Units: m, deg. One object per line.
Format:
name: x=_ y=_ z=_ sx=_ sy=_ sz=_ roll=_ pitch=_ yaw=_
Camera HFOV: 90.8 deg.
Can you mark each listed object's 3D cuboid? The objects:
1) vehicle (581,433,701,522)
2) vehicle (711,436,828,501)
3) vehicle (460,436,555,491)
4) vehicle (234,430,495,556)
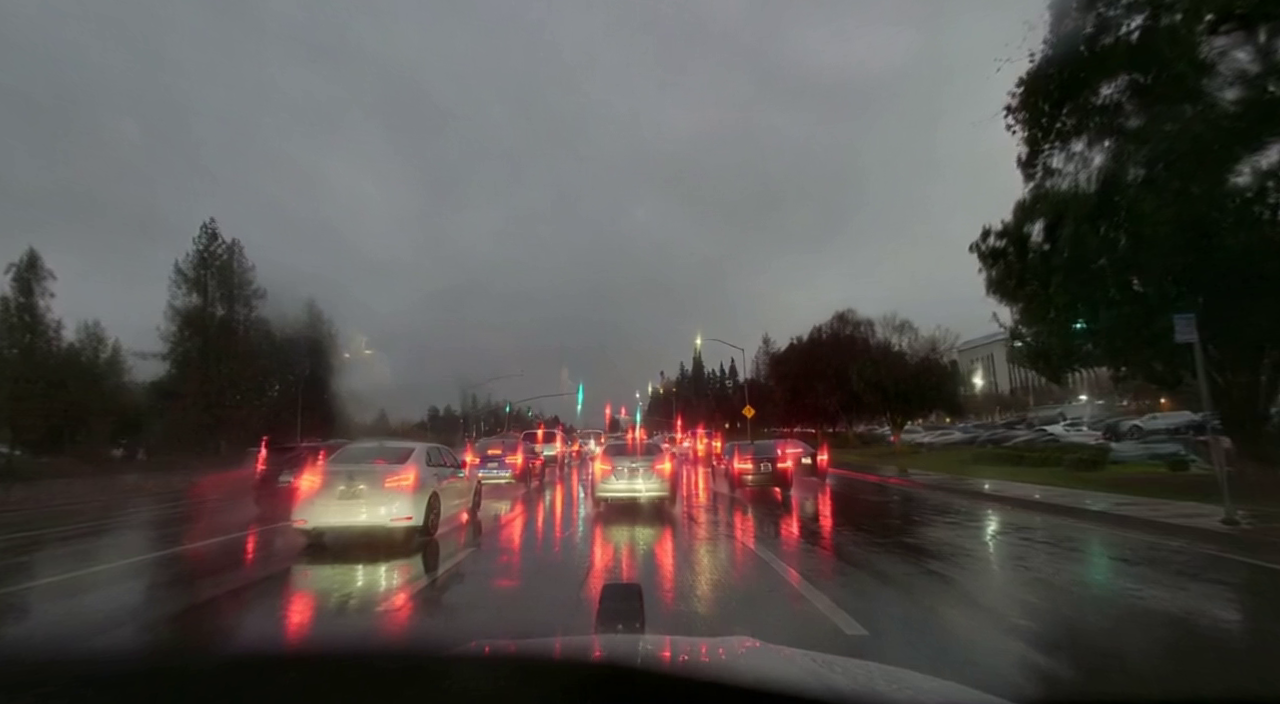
vehicle: x=-0.052 y=2.411 z=12.686 sx=2.007 sy=1.467 sz=4.059 roll=0 pitch=-8 yaw=-2
vehicle: x=3.188 y=2.975 z=16.570 sx=1.978 sy=1.452 sz=4.381 roll=0 pitch=-8 yaw=-3
vehicle: x=-3.875 y=3.336 z=19.250 sx=1.985 sy=1.467 sz=4.224 roll=0 pitch=-8 yaw=0
vehicle: x=-3.758 y=1.989 z=9.684 sx=2.052 sy=1.475 sz=4.341 roll=0 pitch=-8 yaw=0
